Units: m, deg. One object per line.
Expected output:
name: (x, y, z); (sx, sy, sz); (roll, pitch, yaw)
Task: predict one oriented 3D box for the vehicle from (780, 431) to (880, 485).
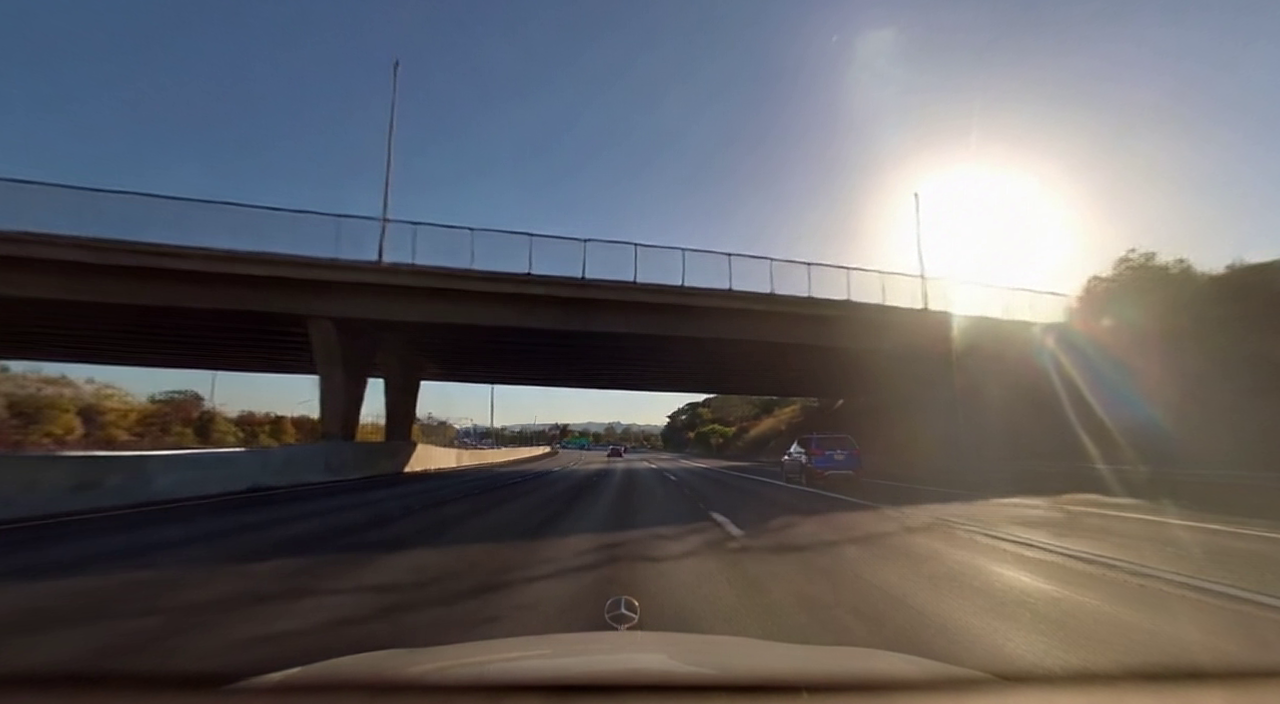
vehicle: (6.632, 3.762, 22.565); (2.091, 1.711, 4.383); (0, -9, -1)
